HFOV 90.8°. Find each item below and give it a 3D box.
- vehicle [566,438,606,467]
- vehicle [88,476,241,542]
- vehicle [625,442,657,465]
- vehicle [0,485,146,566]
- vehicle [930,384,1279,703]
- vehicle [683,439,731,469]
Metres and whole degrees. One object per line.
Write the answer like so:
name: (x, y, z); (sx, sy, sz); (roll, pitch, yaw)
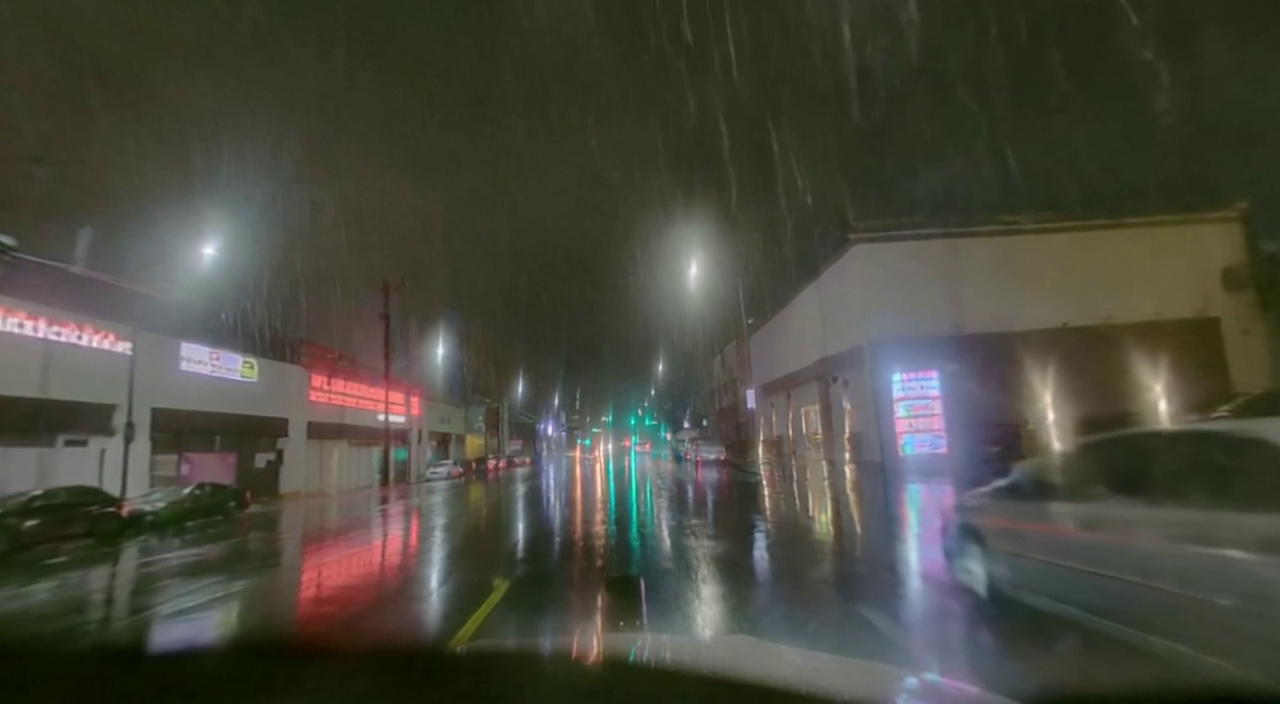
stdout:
vehicle: (-3.551, 6.772, 42.636); (2.348, 1.831, 4.737); (0, -8, -1)
vehicle: (-15.625, 5.126, 21.098); (1.793, 1.437, 4.415); (-6, -7, -1)
vehicle: (0.018, 6.918, 43.287); (2.099, 1.470, 4.270); (0, -8, -1)
vehicle: (-15.691, 4.339, 16.025); (2.081, 1.549, 5.190); (0, -8, 0)
vehicle: (3.394, 0.900, 2.587); (2.057, 1.490, 4.422); (0, -8, -4)
vehicle: (3.599, 5.609, 34.854); (2.042, 1.487, 5.033); (-1, -8, -1)
